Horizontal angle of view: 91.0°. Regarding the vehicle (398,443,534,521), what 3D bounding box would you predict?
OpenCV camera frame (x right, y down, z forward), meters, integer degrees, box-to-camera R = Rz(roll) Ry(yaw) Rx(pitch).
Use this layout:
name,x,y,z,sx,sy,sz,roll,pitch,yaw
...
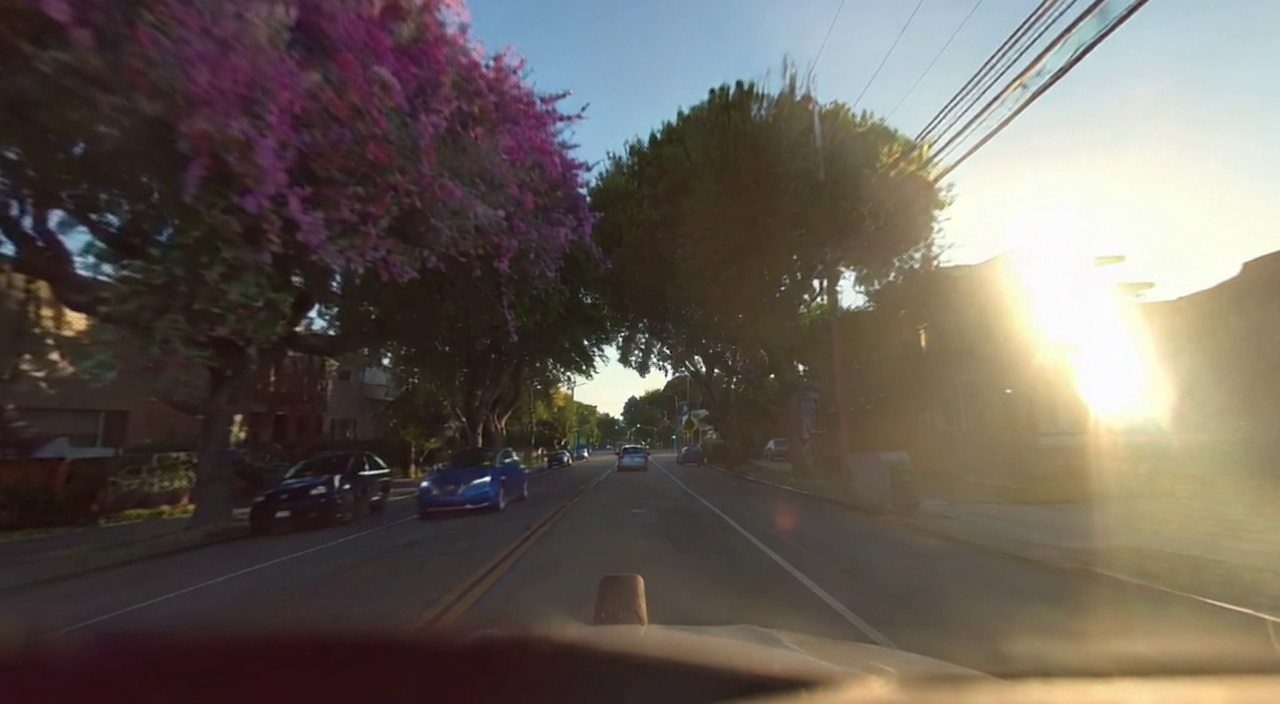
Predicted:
name,x,y,z,sx,sy,sz,roll,pitch,yaw
vehicle,-3.854,2.934,14.829,2.022,1.534,4.320,0,-8,-1

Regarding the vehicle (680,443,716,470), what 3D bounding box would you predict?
name,x,y,z,sx,sy,sz,roll,pitch,yaw
vehicle,3.795,6.886,41.606,1.895,1.640,4.090,0,-9,-1

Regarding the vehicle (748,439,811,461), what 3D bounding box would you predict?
name,x,y,z,sx,sy,sz,roll,pitch,yaw
vehicle,10.929,7.723,49.584,4.467,1.727,2.009,0,-9,-1

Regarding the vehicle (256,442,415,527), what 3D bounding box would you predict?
name,x,y,z,sx,sy,sz,roll,pitch,yaw
vehicle,-7.675,3.401,16.478,2.022,1.795,4.337,-3,-10,0

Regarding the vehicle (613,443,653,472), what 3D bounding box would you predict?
name,x,y,z,sx,sy,sz,roll,pitch,yaw
vehicle,-0.393,5.861,35.235,2.104,1.500,3.815,0,-8,-1
